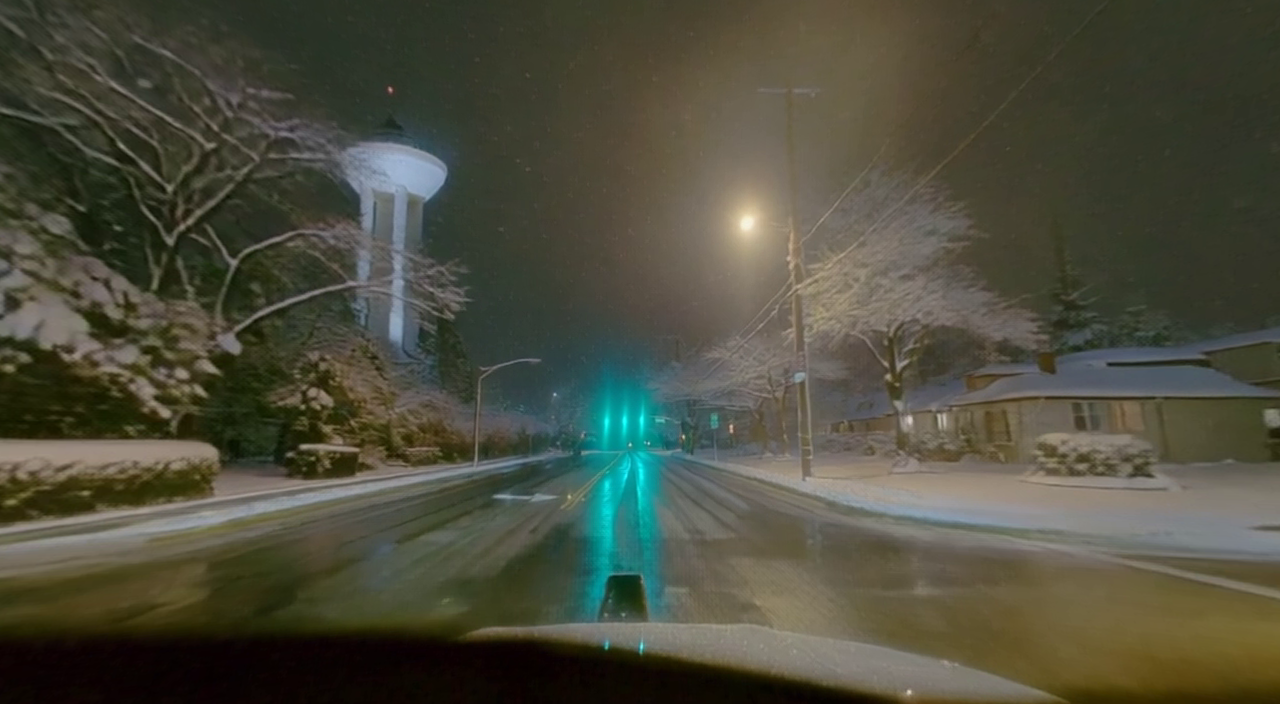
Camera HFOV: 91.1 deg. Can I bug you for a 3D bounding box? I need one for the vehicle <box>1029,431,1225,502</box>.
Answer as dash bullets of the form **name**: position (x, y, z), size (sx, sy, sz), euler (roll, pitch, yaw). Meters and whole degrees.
- **vehicle**: position (10.639, 2.458, 13.911), size (3.191, 1.365, 1.458), euler (-6, -10, 38)
